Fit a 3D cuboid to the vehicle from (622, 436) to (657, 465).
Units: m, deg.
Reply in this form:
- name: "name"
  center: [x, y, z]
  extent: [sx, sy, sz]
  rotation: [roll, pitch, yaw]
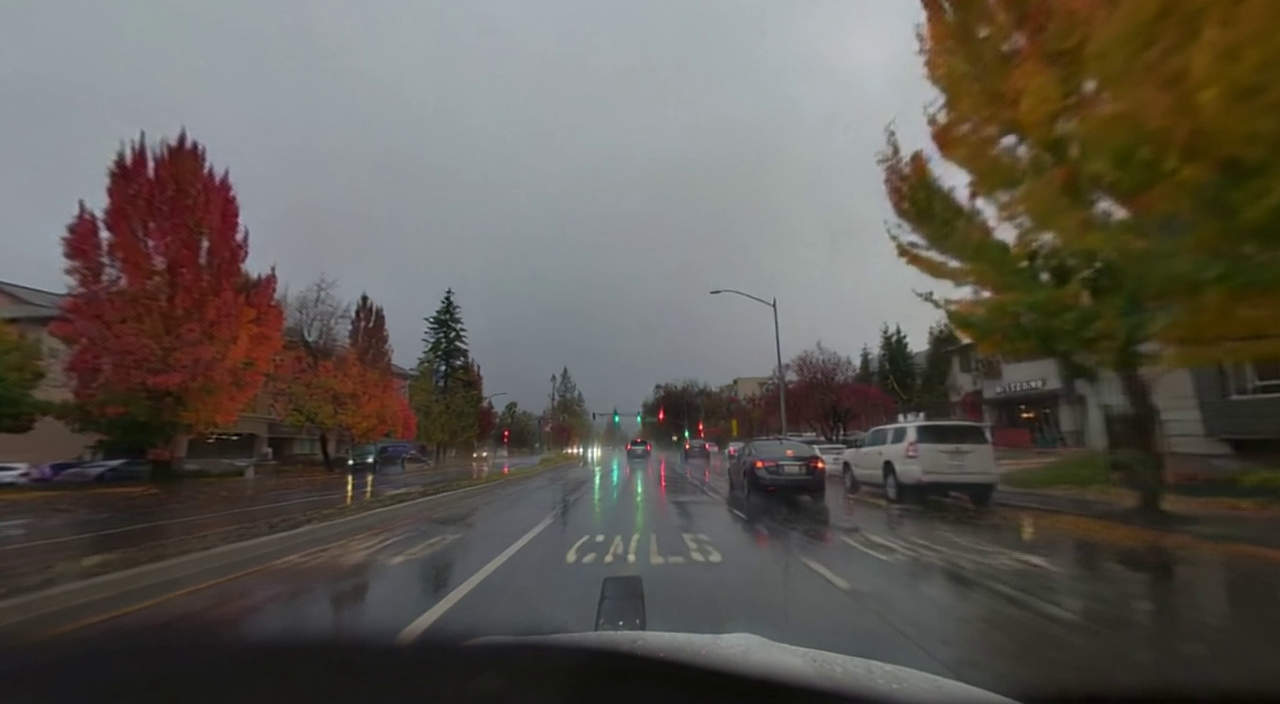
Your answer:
- name: "vehicle"
  center: [-0.039, 6.709, 43.157]
  extent: [2.239, 1.856, 4.815]
  rotation: [0, -9, 0]

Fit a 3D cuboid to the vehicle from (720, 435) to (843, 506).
- name: "vehicle"
  center: [3.359, 2.910, 15.916]
  extent: [1.977, 1.498, 4.521]
  rotation: [0, -9, -1]

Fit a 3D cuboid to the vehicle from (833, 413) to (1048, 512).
- name: "vehicle"
  center: [6.842, 2.624, 15.418]
  extent: [2.378, 1.946, 5.826]
  rotation: [0, -9, 0]

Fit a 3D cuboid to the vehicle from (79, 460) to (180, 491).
- name: "vehicle"
  center: [-30.581, 7.410, 37.776]
  extent: [4.370, 1.725, 2.052]
  rotation: [-1, -9, 5]

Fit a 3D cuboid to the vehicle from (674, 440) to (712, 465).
- name: "vehicle"
  center: [3.488, 6.687, 42.099]
  extent: [2.178, 1.546, 4.311]
  rotation: [0, -9, 0]
